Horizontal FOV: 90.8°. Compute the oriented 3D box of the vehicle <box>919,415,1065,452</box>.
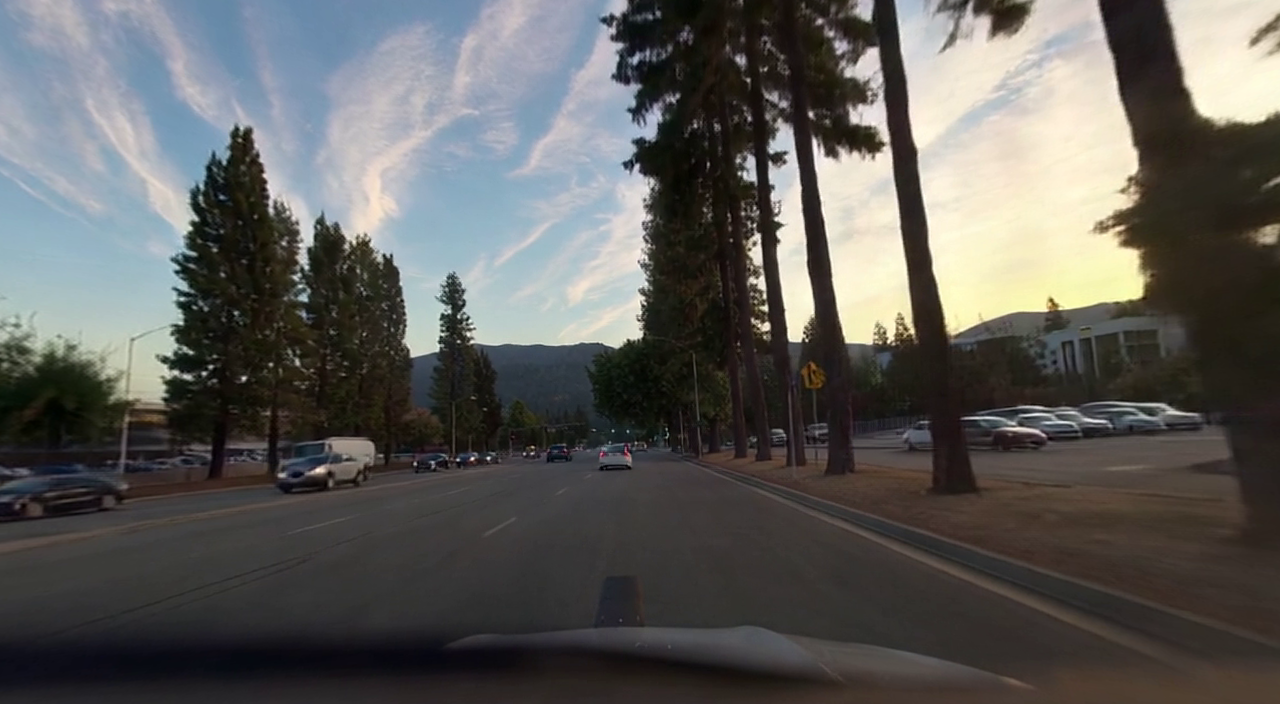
[{"bbox_3d":[14.171,3.337,25.634,4.739,1.424,1.936,0,-8,0],"label":"vehicle"}]

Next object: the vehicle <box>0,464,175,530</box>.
[{"bbox_3d":[-16.542,4.083,18.365,2.162,1.480,5.017,0,-8,1],"label":"vehicle"}]

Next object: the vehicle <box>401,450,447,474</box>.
[{"bbox_3d":[-16.416,8.365,48.288,2.016,1.598,4.545,-2,-8,-1],"label":"vehicle"}]

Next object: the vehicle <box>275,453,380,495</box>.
[{"bbox_3d":[-12.632,4.914,25.927,2.013,1.498,4.474,0,-8,0],"label":"vehicle"}]

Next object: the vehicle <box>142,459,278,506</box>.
[{"bbox_3d":[-16.496,4.995,24.584,2.024,1.531,4.580,0,-8,0],"label":"vehicle"}]

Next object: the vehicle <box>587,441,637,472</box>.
[{"bbox_3d":[-1.382,5.503,33.484,2.235,1.500,4.420,0,-8,3],"label":"vehicle"}]

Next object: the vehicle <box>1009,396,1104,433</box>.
[{"bbox_3d":[23.898,3.702,36.558,2.179,1.825,5.335,1,-9,4],"label":"vehicle"}]
